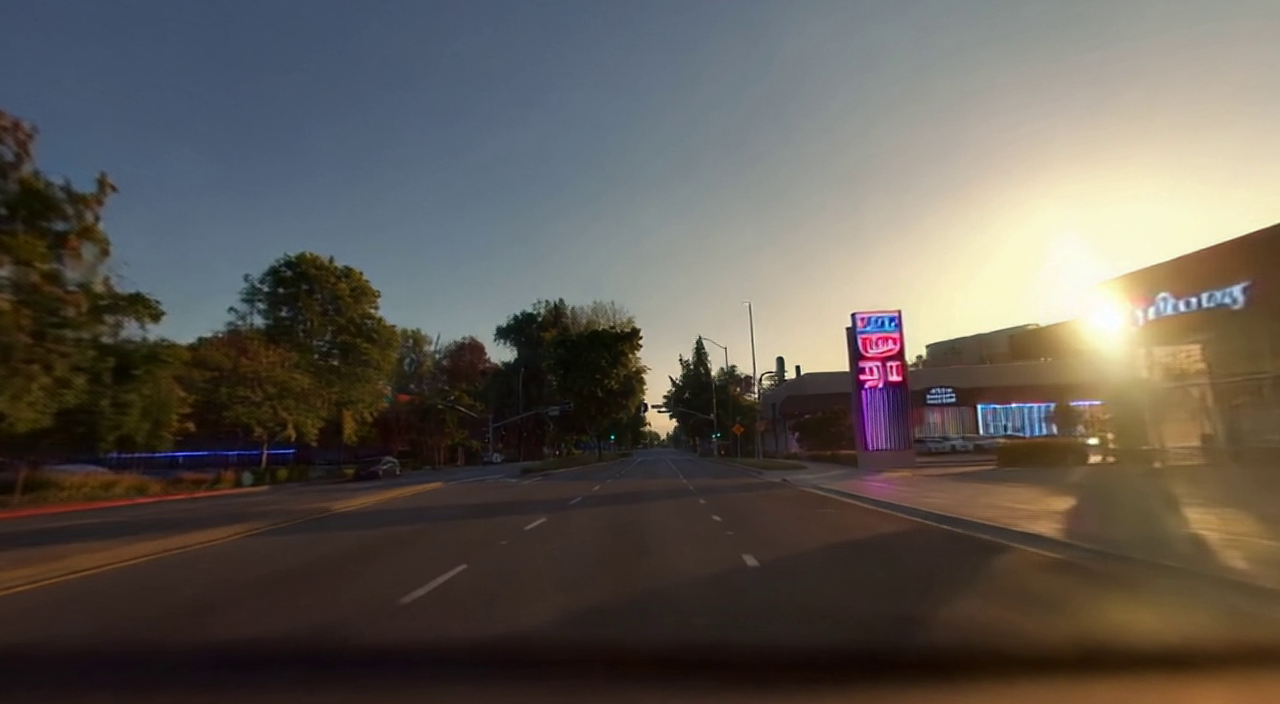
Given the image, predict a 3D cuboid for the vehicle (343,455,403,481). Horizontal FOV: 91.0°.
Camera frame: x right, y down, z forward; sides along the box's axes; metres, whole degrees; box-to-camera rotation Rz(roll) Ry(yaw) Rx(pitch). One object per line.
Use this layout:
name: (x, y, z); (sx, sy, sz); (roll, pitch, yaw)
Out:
vehicle: (-17.511, 7.589, 41.483); (1.938, 1.465, 4.744); (-2, -8, 0)
